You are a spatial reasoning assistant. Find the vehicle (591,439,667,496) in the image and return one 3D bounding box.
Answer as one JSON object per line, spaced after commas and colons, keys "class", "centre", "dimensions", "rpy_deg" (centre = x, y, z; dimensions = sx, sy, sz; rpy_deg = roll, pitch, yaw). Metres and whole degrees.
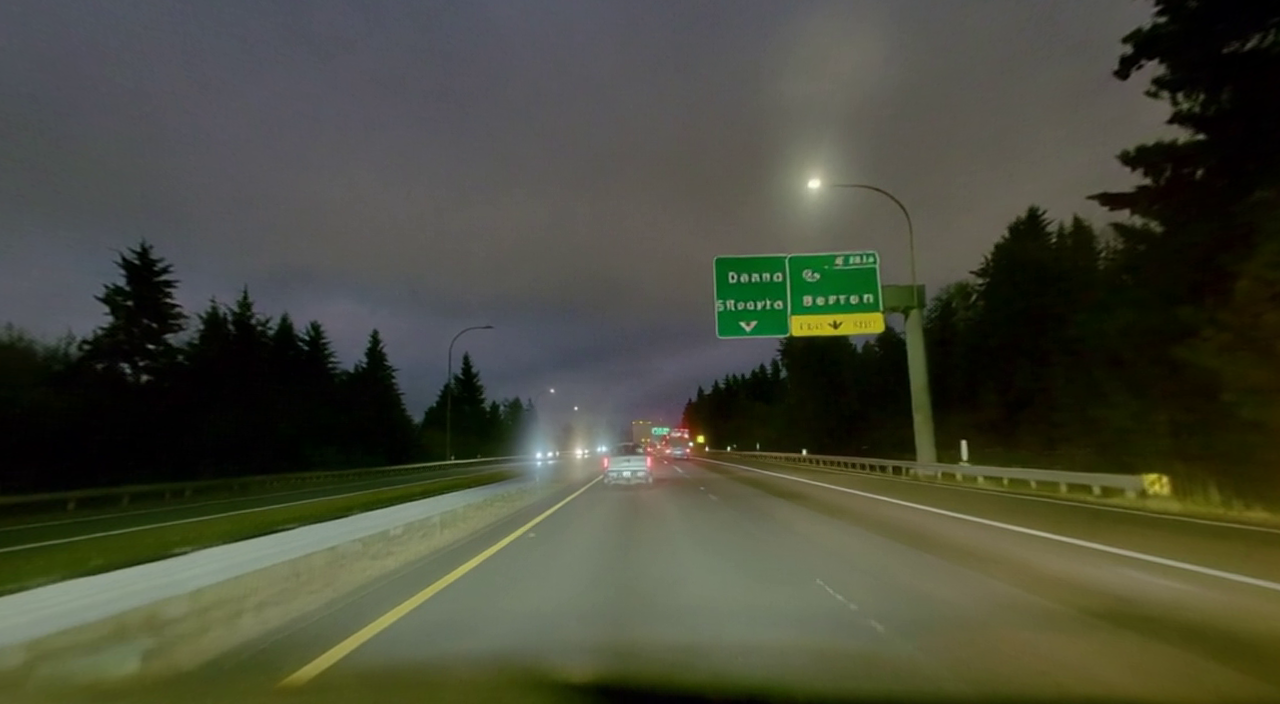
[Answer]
{"class": "vehicle", "centre": [-0.307, 3.332, 18.497], "dimensions": [2.003, 1.490, 3.636], "rpy_deg": [0, -9, 0]}
